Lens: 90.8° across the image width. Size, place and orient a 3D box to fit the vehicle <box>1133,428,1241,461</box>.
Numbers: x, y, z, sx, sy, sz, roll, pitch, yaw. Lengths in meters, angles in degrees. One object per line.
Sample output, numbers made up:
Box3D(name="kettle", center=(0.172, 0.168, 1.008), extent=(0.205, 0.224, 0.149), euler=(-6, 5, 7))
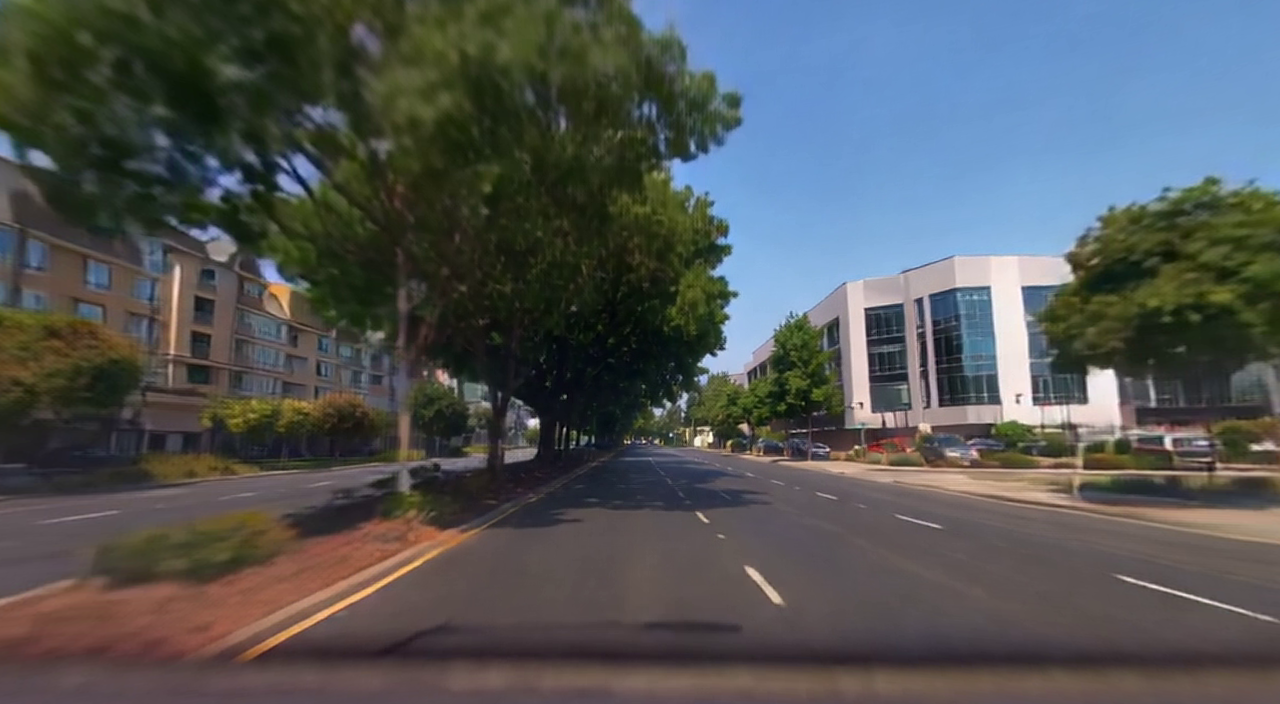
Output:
Box3D(name="vehicle", center=(29.256, 4.949, 33.857), extent=(4.279, 1.648, 1.982), euler=(1, -9, -10))

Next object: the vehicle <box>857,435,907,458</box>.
Box3D(name="vehicle", center=(18.725, 7.353, 49.016), extent=(1.947, 1.667, 4.347), euler=(0, -8, -3))

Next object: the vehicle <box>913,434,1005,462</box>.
Box3D(name="vehicle", center=(20.164, 6.068, 40.094), extent=(4.661, 1.710, 2.127), euler=(0, -8, -1))
